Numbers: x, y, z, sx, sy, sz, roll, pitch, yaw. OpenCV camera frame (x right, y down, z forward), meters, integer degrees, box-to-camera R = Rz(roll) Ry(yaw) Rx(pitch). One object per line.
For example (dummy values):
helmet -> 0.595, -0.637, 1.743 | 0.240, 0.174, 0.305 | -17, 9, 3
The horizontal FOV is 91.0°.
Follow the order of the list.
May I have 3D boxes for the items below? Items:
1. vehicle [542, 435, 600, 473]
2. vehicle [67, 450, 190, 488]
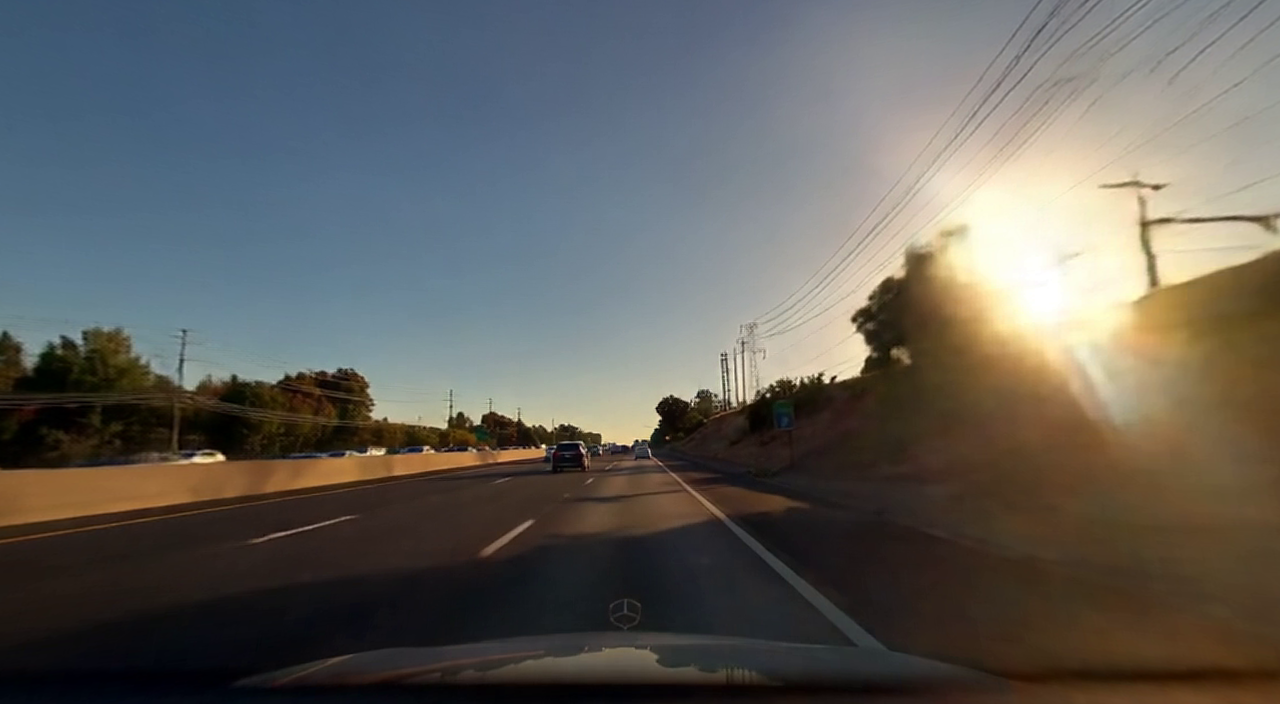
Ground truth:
vehicle -> -3.685, 5.626, 34.970 | 2.577, 1.939, 5.408 | 0, -9, 0
vehicle -> -24.326, 5.557, 30.190 | 2.039, 1.653, 4.519 | 0, -9, 1
